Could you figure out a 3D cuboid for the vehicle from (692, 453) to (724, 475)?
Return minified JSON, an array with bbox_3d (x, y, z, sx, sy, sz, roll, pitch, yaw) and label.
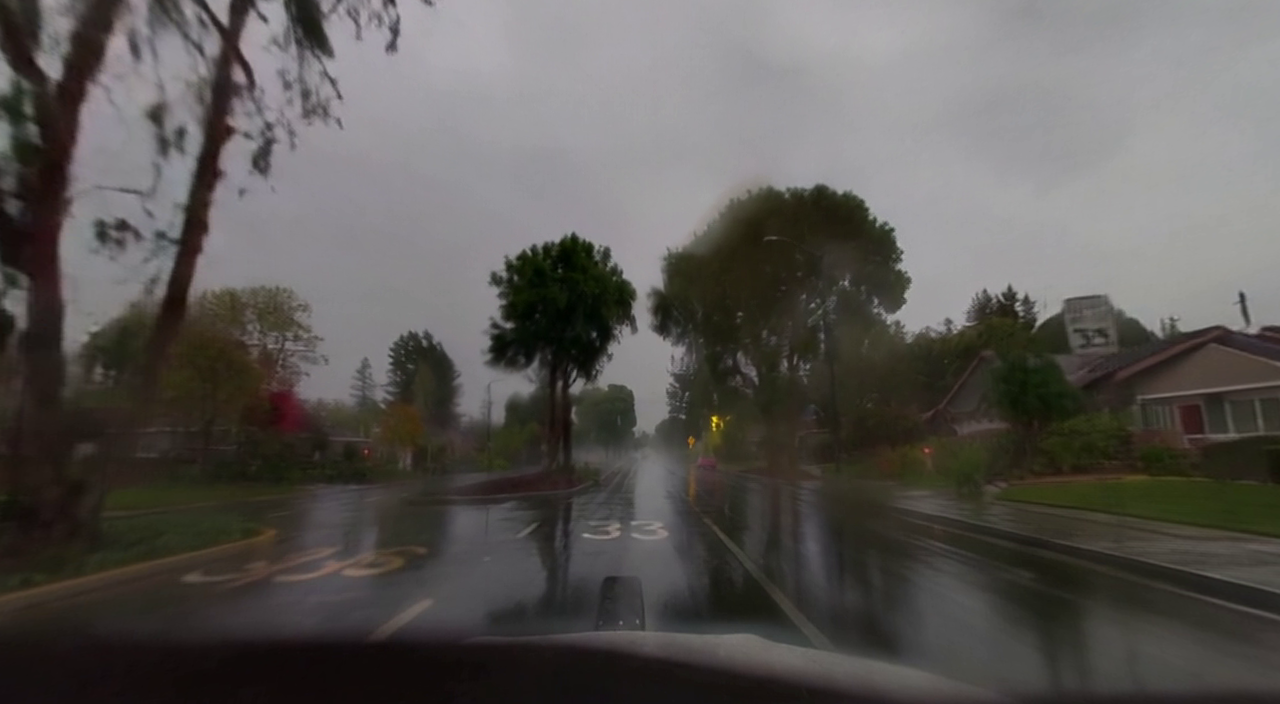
[{"bbox_3d":[5.193,8.622,48.840,1.904,1.475,4.386,0,-8,-1],"label":"vehicle"}]
